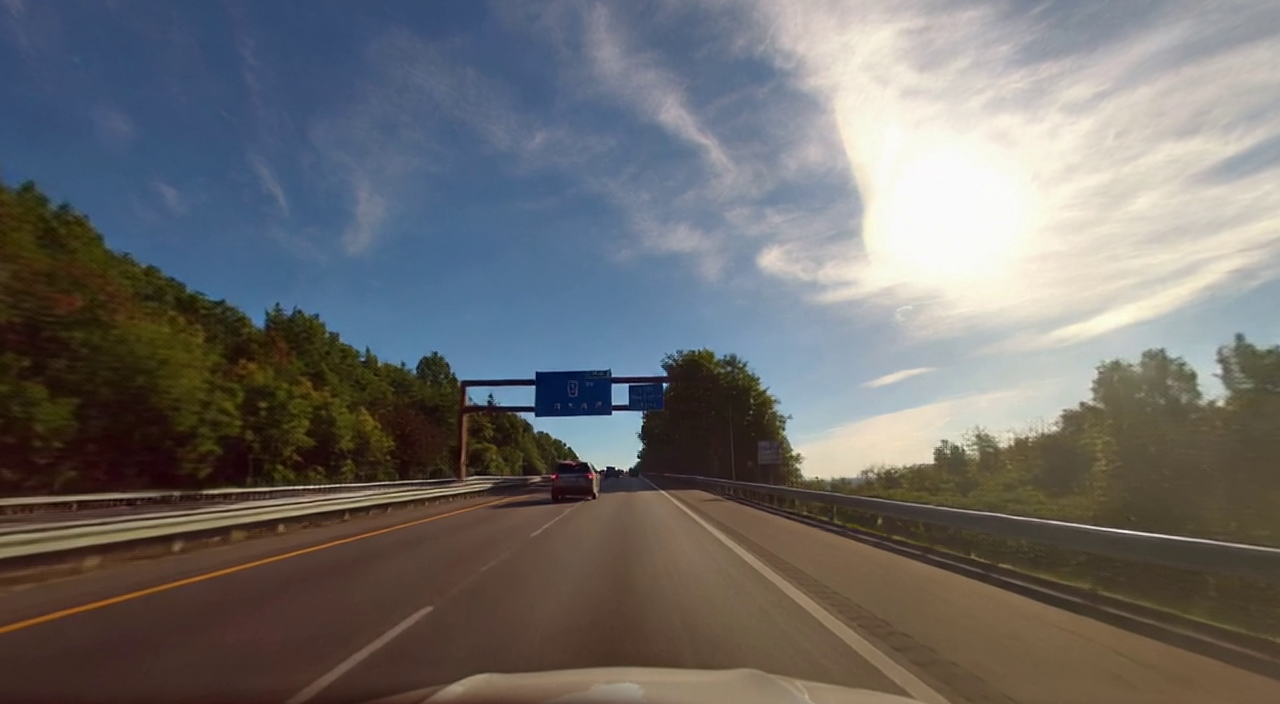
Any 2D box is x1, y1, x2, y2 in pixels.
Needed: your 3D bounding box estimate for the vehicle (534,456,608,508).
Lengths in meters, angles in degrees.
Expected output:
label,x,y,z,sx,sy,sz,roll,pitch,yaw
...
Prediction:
label,x,y,z,sx,sy,sz,roll,pitch,yaw
vehicle,-2.403,4.766,23.276,2.107,1.668,4.554,0,-11,1
